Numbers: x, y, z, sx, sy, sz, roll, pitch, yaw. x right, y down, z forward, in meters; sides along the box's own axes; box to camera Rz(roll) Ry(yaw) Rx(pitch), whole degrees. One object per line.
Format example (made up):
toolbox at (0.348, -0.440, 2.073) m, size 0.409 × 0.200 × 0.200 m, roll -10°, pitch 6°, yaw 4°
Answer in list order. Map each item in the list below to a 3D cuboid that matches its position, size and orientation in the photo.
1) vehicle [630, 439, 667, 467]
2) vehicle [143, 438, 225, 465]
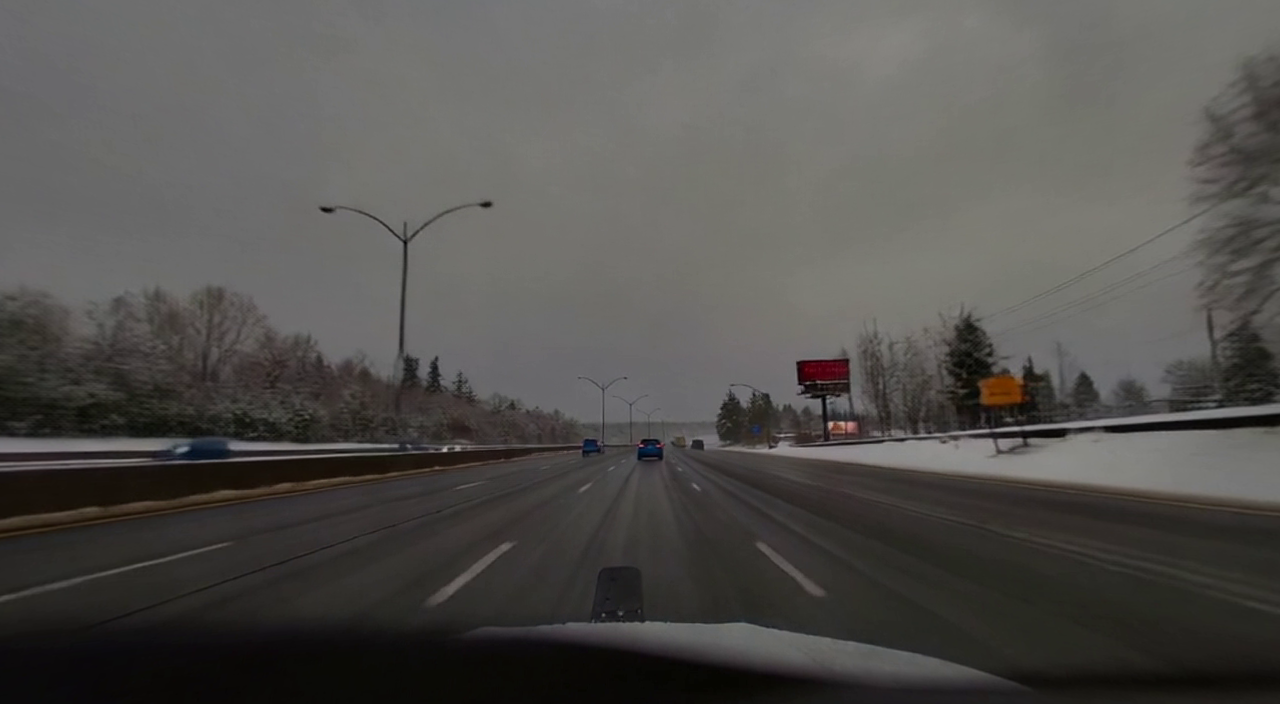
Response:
vehicle at (0.541, 5.966, 37.547) m, size 2.074 × 1.574 × 3.971 m, roll 0°, pitch -8°, yaw 1°
vehicle at (-26.538, 5.794, 36.927) m, size 1.848 × 1.486 × 3.811 m, roll -1°, pitch -8°, yaw 2°
